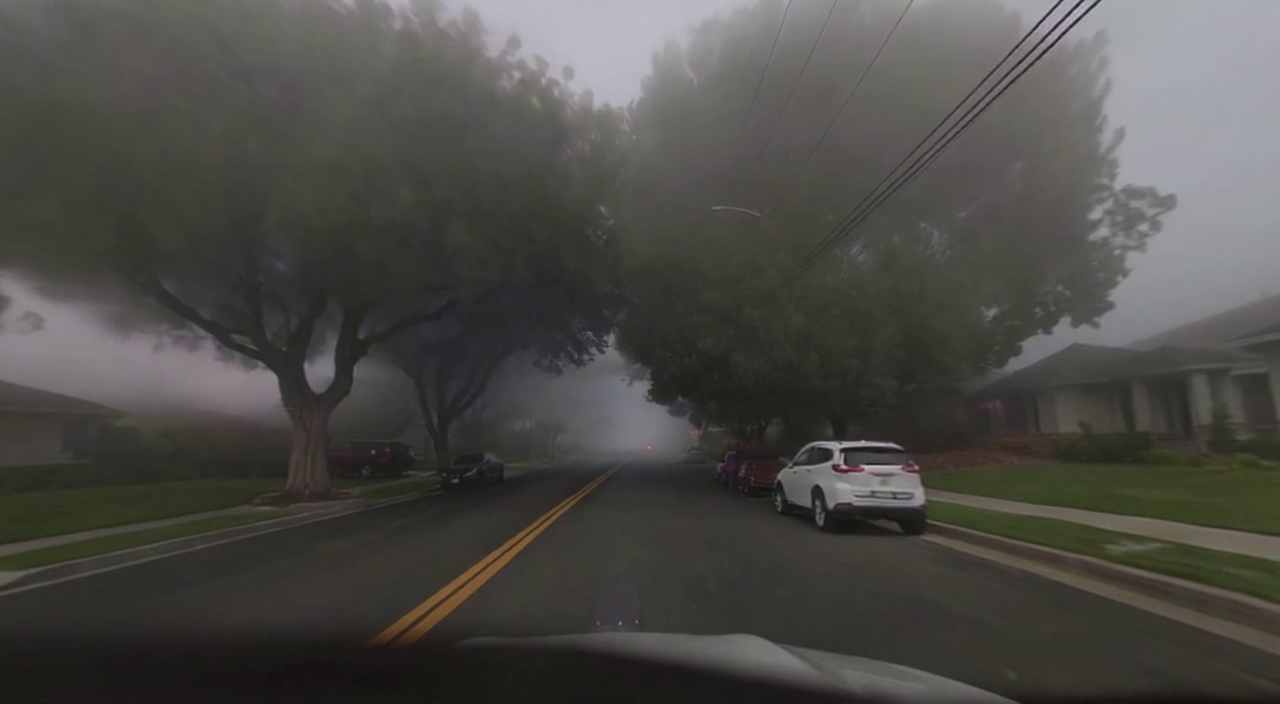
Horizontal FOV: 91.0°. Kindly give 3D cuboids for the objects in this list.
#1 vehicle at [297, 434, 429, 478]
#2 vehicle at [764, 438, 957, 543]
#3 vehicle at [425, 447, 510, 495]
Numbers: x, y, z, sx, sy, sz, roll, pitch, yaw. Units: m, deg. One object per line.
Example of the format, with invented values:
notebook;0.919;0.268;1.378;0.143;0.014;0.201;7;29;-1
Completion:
vehicle;-14.238;5.363;32.613;5.681;2.094;2.344;0;-8;0
vehicle;3.789;2.428;11.814;1.917;1.569;4.460;0;-8;-1
vehicle;-6.439;4.453;24.063;1.985;1.497;4.655;-2;-8;-1
